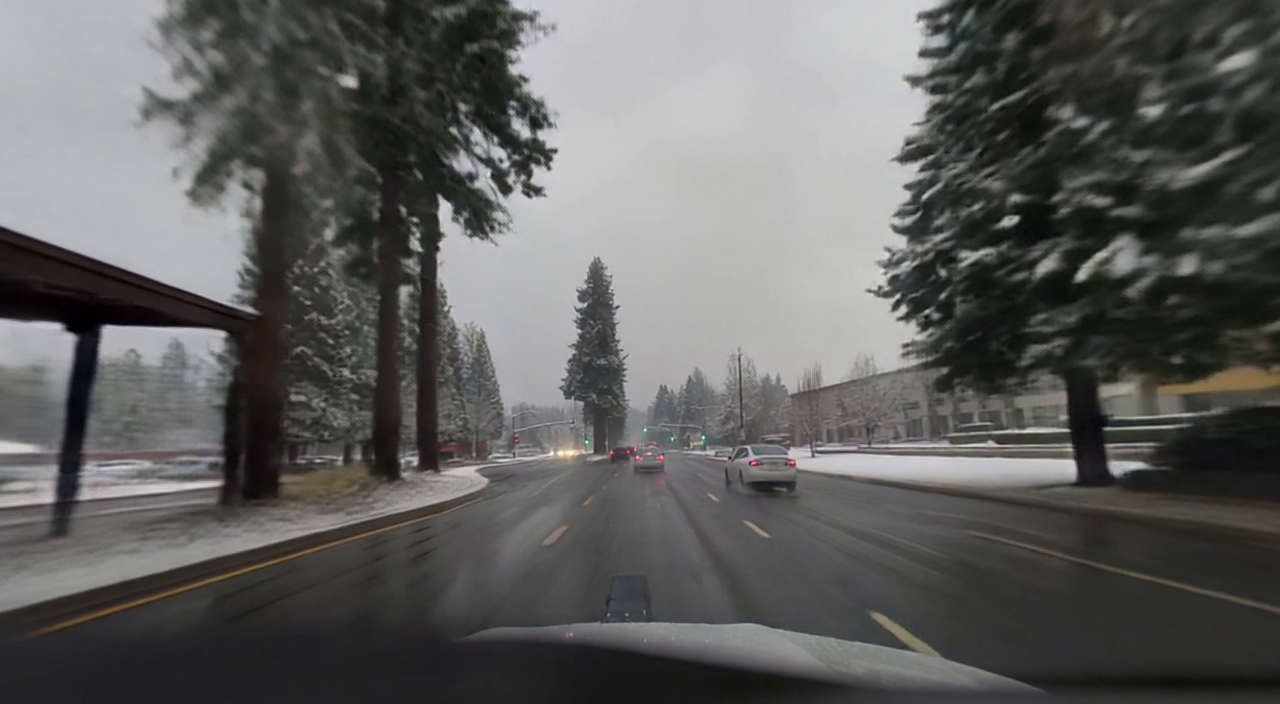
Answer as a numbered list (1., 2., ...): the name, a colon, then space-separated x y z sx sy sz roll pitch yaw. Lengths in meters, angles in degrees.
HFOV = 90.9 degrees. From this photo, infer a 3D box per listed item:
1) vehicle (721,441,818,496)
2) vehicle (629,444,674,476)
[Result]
1. vehicle: 3.876 3.577 19.729 2.067 1.497 4.327 0 -9 0
2. vehicle: 0.575 5.510 32.331 2.144 1.505 4.128 0 -9 0
